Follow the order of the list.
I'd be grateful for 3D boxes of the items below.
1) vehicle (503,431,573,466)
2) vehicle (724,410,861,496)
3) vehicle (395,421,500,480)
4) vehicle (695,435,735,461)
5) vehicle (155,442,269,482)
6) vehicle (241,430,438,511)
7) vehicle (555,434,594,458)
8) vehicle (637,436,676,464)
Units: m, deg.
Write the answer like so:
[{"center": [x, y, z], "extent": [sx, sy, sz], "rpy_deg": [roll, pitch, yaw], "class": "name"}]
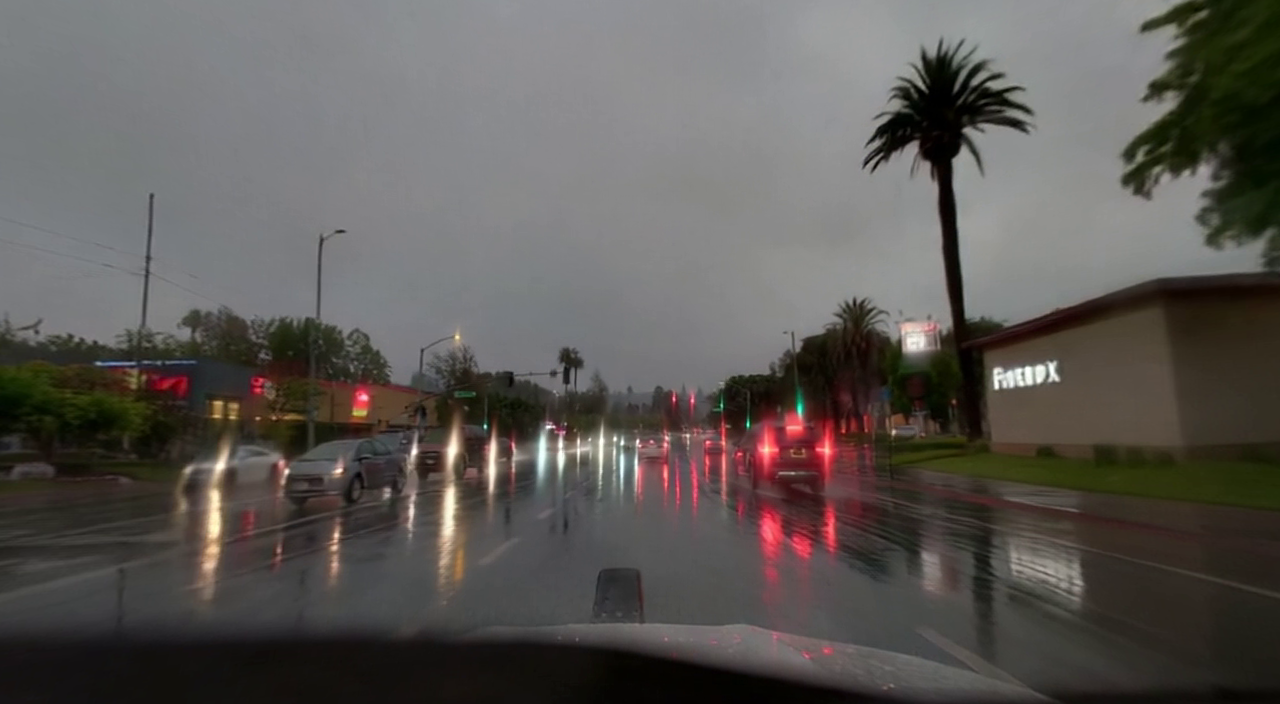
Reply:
[{"center": [-5.390, 5.200, 34.163], "extent": [2.088, 1.746, 4.650], "rpy_deg": [-2, -9, 13], "class": "vehicle"}, {"center": [3.798, 2.653, 16.911], "extent": [2.267, 1.931, 5.145], "rpy_deg": [0, -8, -1], "class": "vehicle"}, {"center": [-6.774, 3.536, 22.865], "extent": [2.127, 1.888, 4.637], "rpy_deg": [-1, -8, 2], "class": "vehicle"}, {"center": [4.614, 5.949, 39.316], "extent": [2.149, 1.532, 4.168], "rpy_deg": [-1, -8, 2], "class": "vehicle"}, {"center": [-20.095, 5.159, 29.958], "extent": [1.978, 1.693, 4.463], "rpy_deg": [-1, -8, 5], "class": "vehicle"}, {"center": [-6.385, 2.564, 14.257], "extent": [1.935, 1.483, 4.973], "rpy_deg": [0, -8, 1], "class": "vehicle"}, {"center": [-4.793, 6.997, 46.907], "extent": [2.041, 1.660, 4.371], "rpy_deg": [-1, -8, 6], "class": "vehicle"}, {"center": [0.991, 5.478, 35.468], "extent": [2.057, 1.492, 3.825], "rpy_deg": [-1, -8, 4], "class": "vehicle"}]
